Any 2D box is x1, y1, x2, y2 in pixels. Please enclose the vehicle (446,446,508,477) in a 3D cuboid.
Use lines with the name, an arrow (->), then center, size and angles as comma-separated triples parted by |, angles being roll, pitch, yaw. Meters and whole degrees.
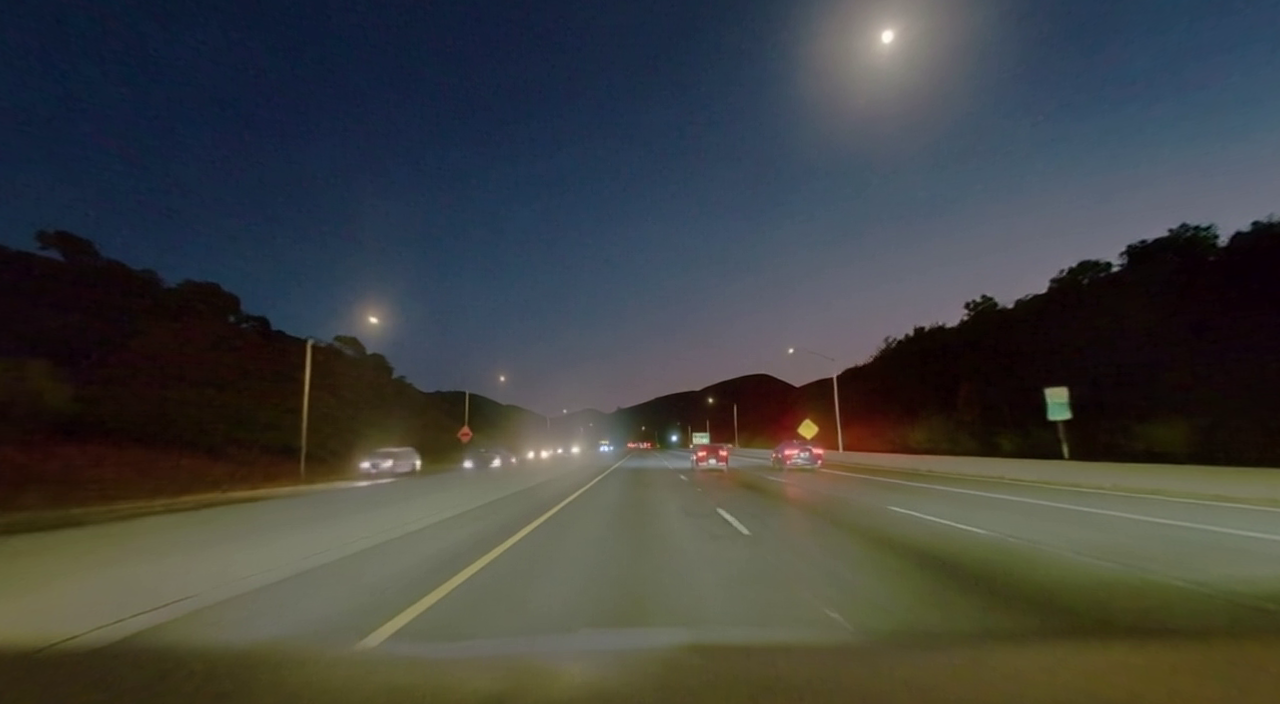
vehicle -> -8.692, 5.854, 34.066 | 2.068, 1.494, 4.604 | 0, -8, 1

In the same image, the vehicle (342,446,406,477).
vehicle -> -15.628, 6.434, 37.298 | 1.972, 1.685, 4.032 | 0, -8, 1

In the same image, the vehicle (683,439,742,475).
vehicle -> 3.086, 4.587, 27.767 | 2.044, 1.444, 4.216 | 0, -8, 0
